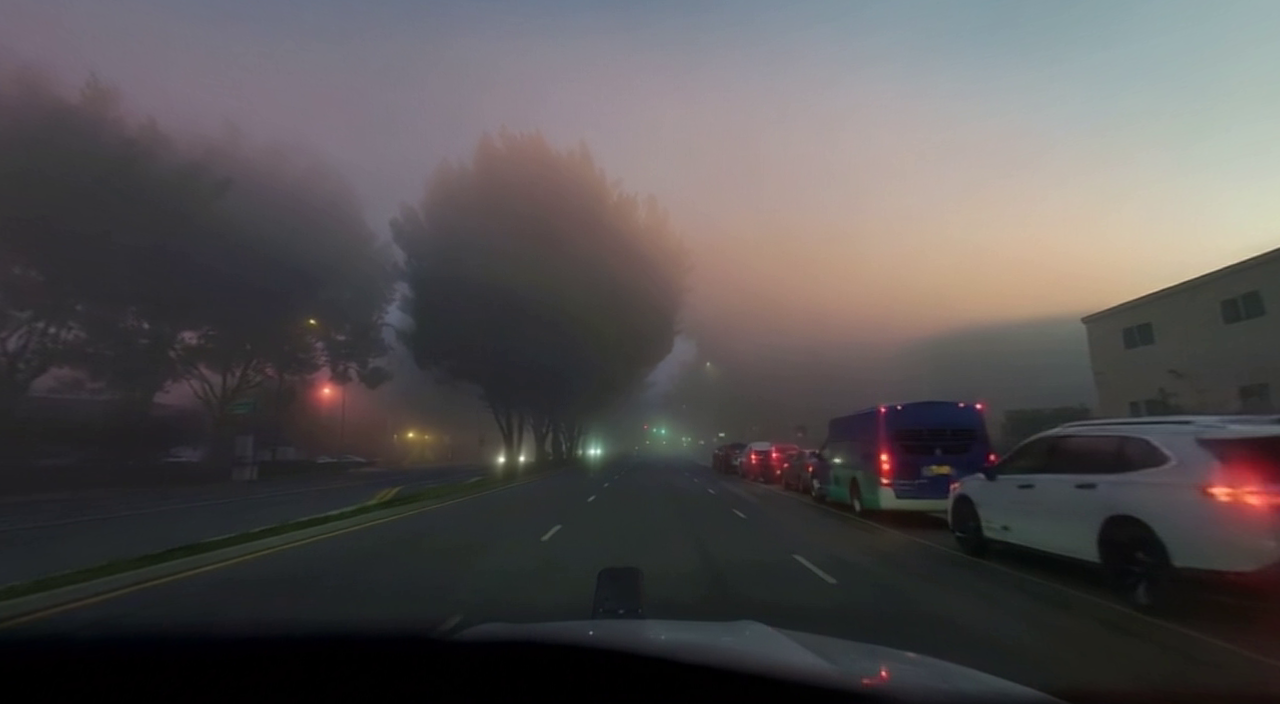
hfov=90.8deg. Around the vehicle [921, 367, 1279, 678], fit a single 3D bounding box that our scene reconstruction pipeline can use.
[{"bbox_3d":[4.818,1.292,5.855,2.304,1.760,4.630,0,-8,1],"label":"vehicle"}]
